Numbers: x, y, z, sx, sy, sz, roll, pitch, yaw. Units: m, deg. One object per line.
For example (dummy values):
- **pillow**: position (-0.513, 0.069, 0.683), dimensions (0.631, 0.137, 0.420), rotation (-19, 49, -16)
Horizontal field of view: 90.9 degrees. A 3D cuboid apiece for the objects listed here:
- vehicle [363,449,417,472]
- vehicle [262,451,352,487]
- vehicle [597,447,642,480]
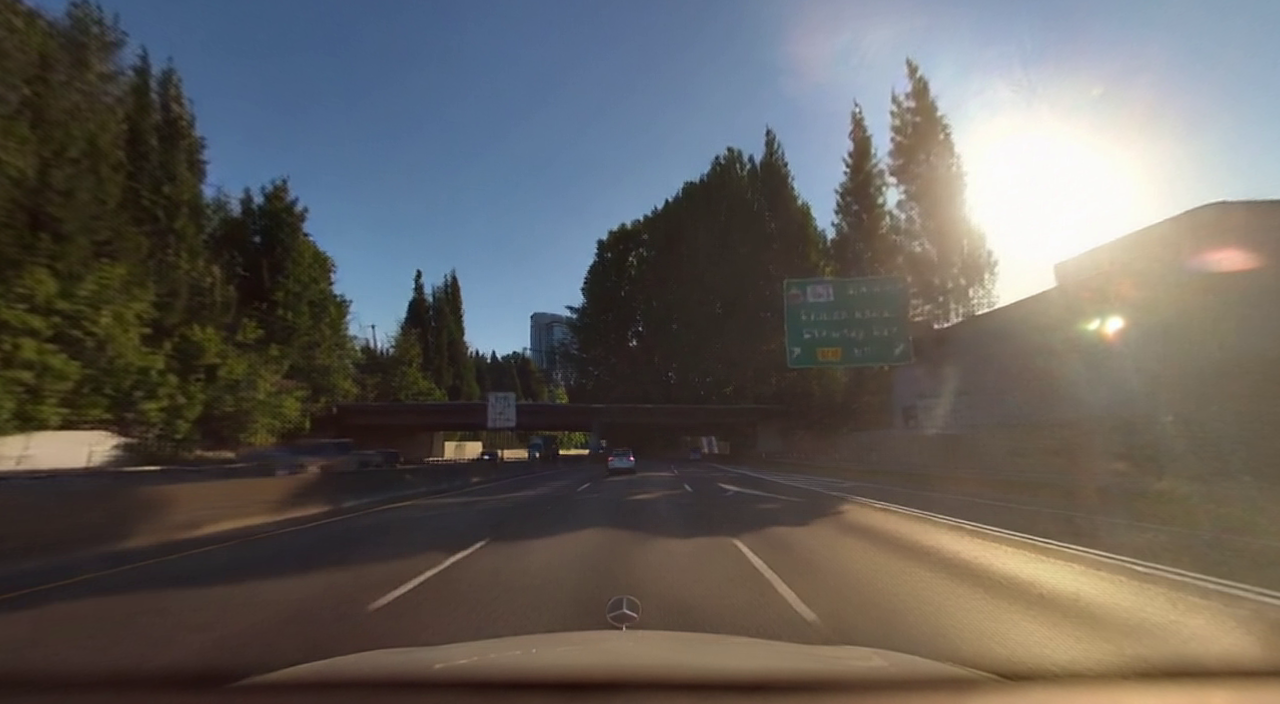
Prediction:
- **vehicle**: position (-18.006, 7.826, 45.609), dimensions (1.859, 1.580, 4.271), rotation (-1, -9, 4)
- **vehicle**: position (-14.965, 5.257, 28.575), dimensions (1.817, 1.470, 3.869), rotation (-1, -9, 3)
- **vehicle**: position (-0.983, 5.645, 32.077), dimensions (2.035, 1.513, 4.272), rotation (0, -9, 2)
